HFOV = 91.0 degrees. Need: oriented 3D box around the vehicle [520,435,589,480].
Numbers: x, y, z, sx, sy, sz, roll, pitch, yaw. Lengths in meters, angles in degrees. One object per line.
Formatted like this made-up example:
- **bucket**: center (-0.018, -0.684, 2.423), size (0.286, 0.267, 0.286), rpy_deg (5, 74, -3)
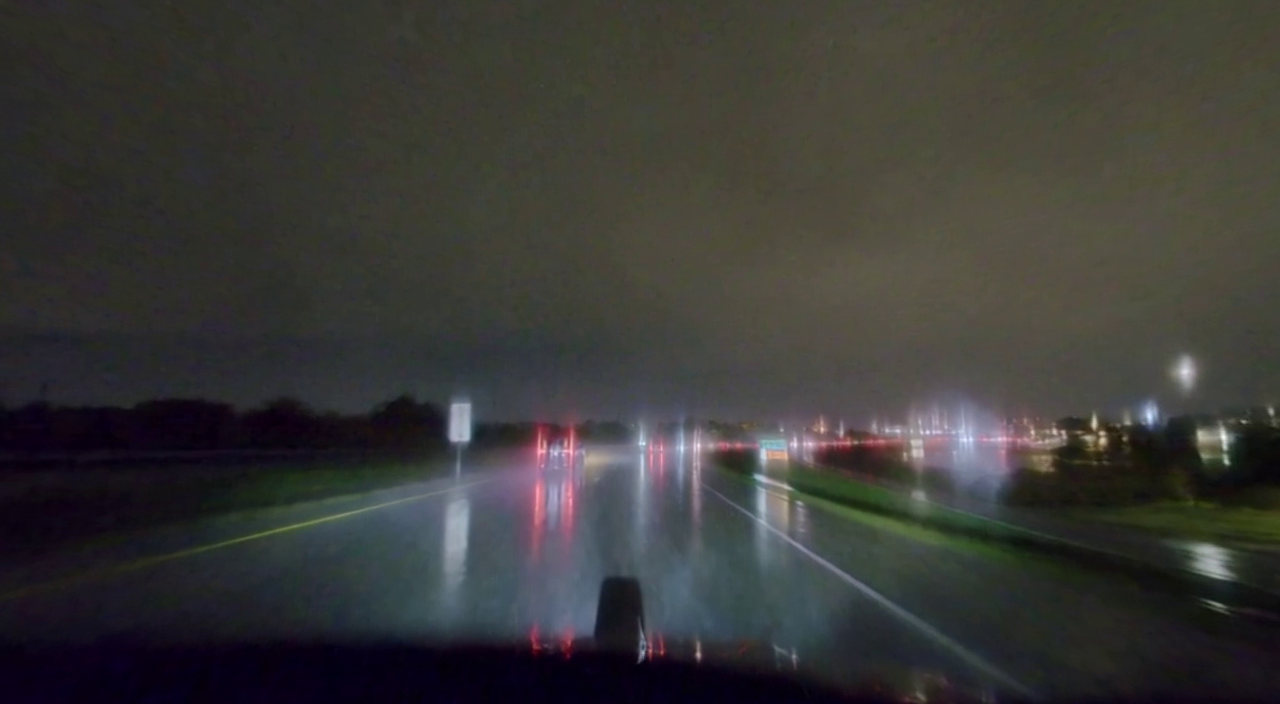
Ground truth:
- **vehicle**: center (-3.603, 4.579, 27.566), size (2.193, 1.771, 4.757), rpy_deg (0, -9, 2)
